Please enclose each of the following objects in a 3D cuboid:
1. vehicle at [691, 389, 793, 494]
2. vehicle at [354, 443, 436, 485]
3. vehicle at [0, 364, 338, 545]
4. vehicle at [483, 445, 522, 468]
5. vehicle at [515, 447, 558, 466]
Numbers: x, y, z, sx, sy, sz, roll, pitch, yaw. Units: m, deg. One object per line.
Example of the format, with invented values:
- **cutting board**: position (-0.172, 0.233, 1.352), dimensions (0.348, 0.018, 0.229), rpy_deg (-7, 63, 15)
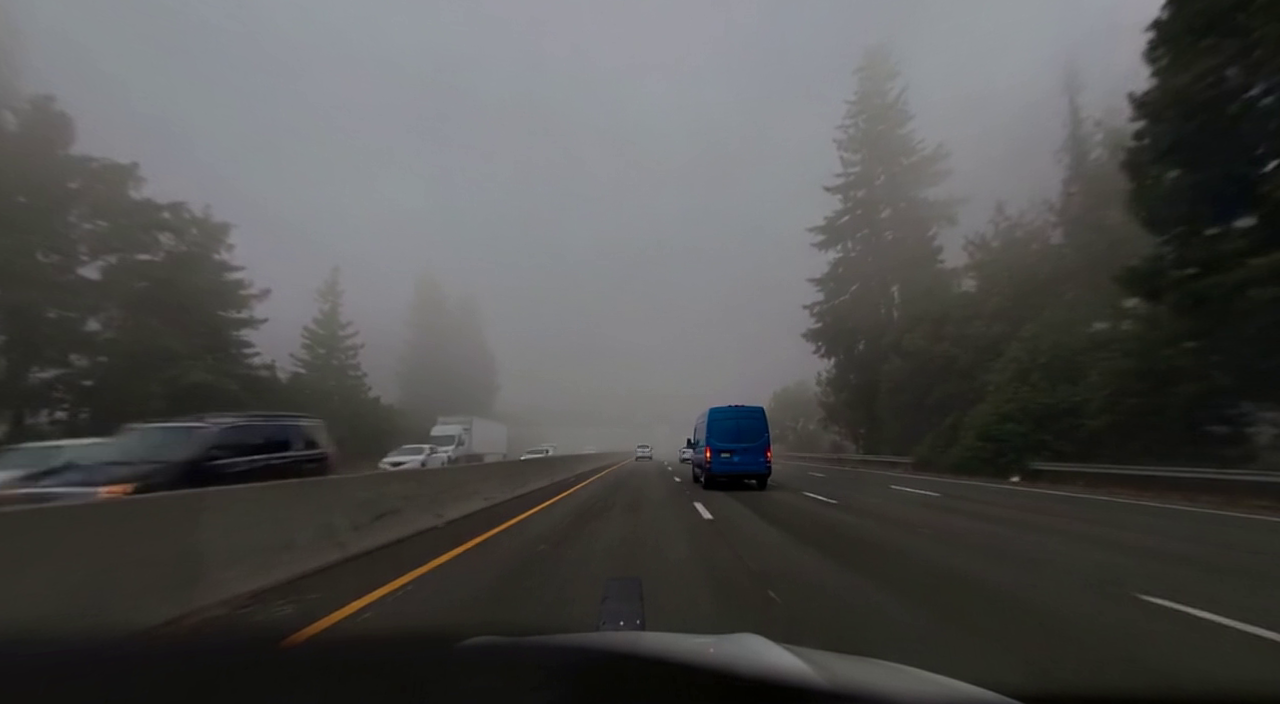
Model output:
- **vehicle**: position (3.374, 3.241, 22.682), dimensions (2.460, 3.155, 6.902), rpy_deg (0, -9, 0)
- **vehicle**: position (-11.251, 5.151, 29.358), dimensions (1.897, 1.796, 4.505), rpy_deg (0, -9, 2)
- **vehicle**: position (-7.656, 1.624, 10.246), dimensions (2.237, 2.014, 6.330), rpy_deg (0, -9, 1)
- **vehicle**: position (-10.826, 8.256, 49.908), dimensions (1.989, 1.766, 4.195), rpy_deg (0, -9, 2)
- **vehicle**: position (-7.161, 7.274, 44.173), dimensions (2.186, 1.241, 4.084), rpy_deg (0, -9, 2)
